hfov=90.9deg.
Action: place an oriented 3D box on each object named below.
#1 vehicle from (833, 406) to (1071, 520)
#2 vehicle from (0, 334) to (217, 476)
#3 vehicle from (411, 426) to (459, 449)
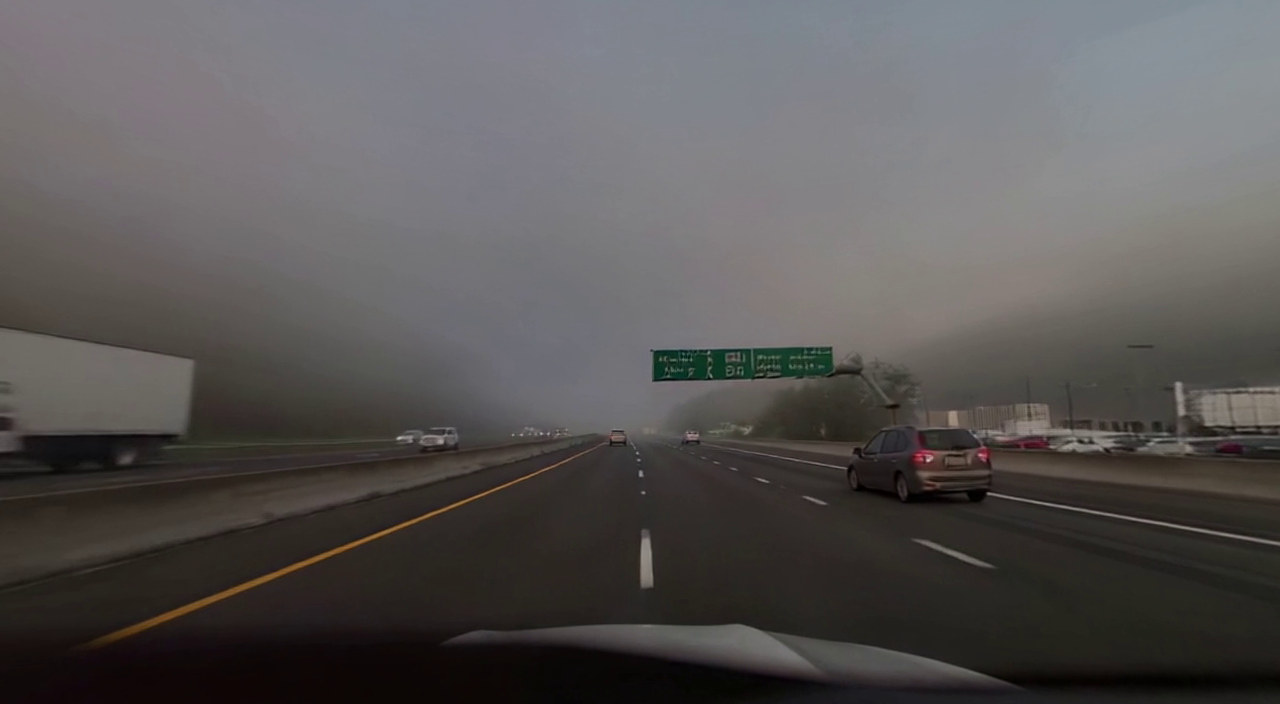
[{"bbox_3d":[5.146,1.884,11.225,2.022,1.637,4.229,0,-8,-1],"label":"vehicle"},{"bbox_3d":[-18.172,1.931,20.949,2.889,3.887,7.435,0,-8,0],"label":"vehicle"},{"bbox_3d":[-14.092,5.928,43.545,1.917,1.523,4.300,0,-8,0],"label":"vehicle"}]
